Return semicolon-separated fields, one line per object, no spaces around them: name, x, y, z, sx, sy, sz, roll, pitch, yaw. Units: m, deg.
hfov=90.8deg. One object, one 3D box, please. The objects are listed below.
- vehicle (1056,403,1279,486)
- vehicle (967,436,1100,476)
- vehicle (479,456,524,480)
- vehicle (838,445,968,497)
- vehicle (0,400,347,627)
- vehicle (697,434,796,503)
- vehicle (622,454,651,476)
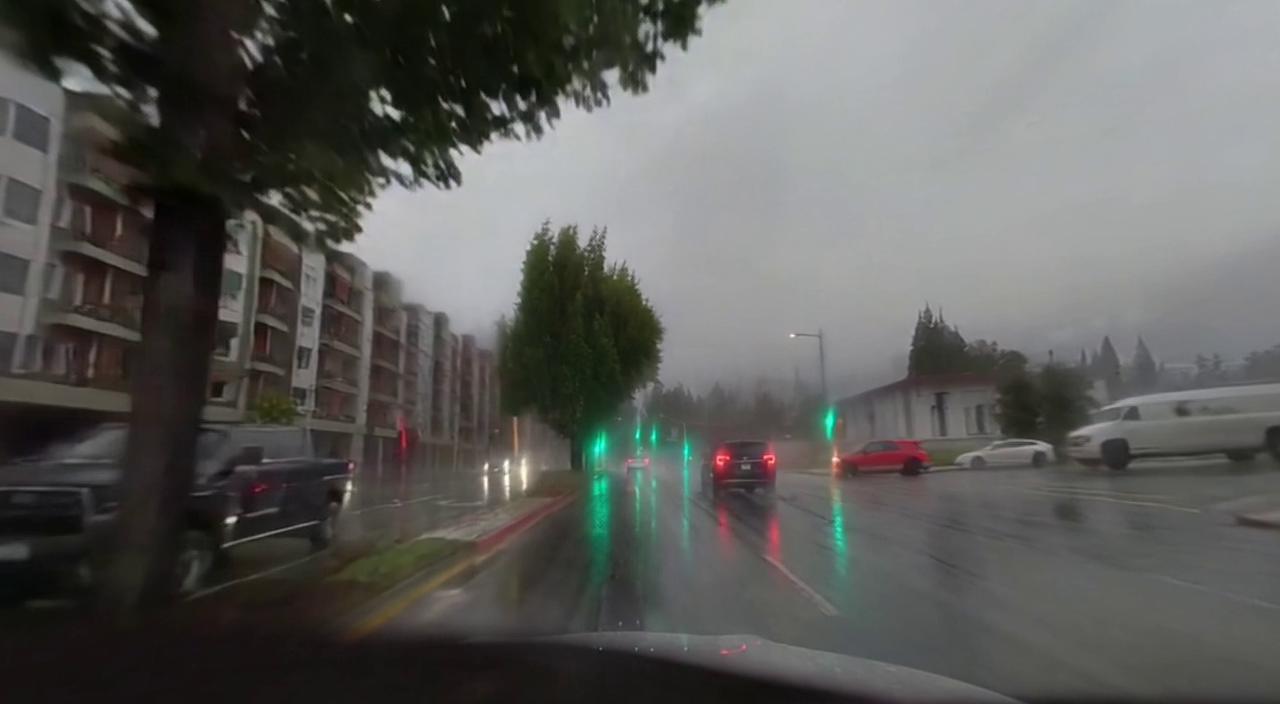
vehicle;16.384;2.935;19.819;2.519;2.191;5.821;0;-9;-2
vehicle;16.924;4.469;27.308;4.612;1.632;1.858;1;-8;-6
vehicle;-9.286;7.780;42.567;1.905;1.451;4.425;-1;-8;2
vehicle;8.639;3.921;21.361;1.940;1.512;5.129;0;-8;-3
vehicle;-5.500;1.662;7.503;2.080;1.857;4.456;0;-8;-3
vehicle;3.108;3.536;19.640;2.129;1.844;4.767;0;-8;-1
vehicle;-0.292;8.492;47.785;2.059;1.492;4.033;0;-8;-2
